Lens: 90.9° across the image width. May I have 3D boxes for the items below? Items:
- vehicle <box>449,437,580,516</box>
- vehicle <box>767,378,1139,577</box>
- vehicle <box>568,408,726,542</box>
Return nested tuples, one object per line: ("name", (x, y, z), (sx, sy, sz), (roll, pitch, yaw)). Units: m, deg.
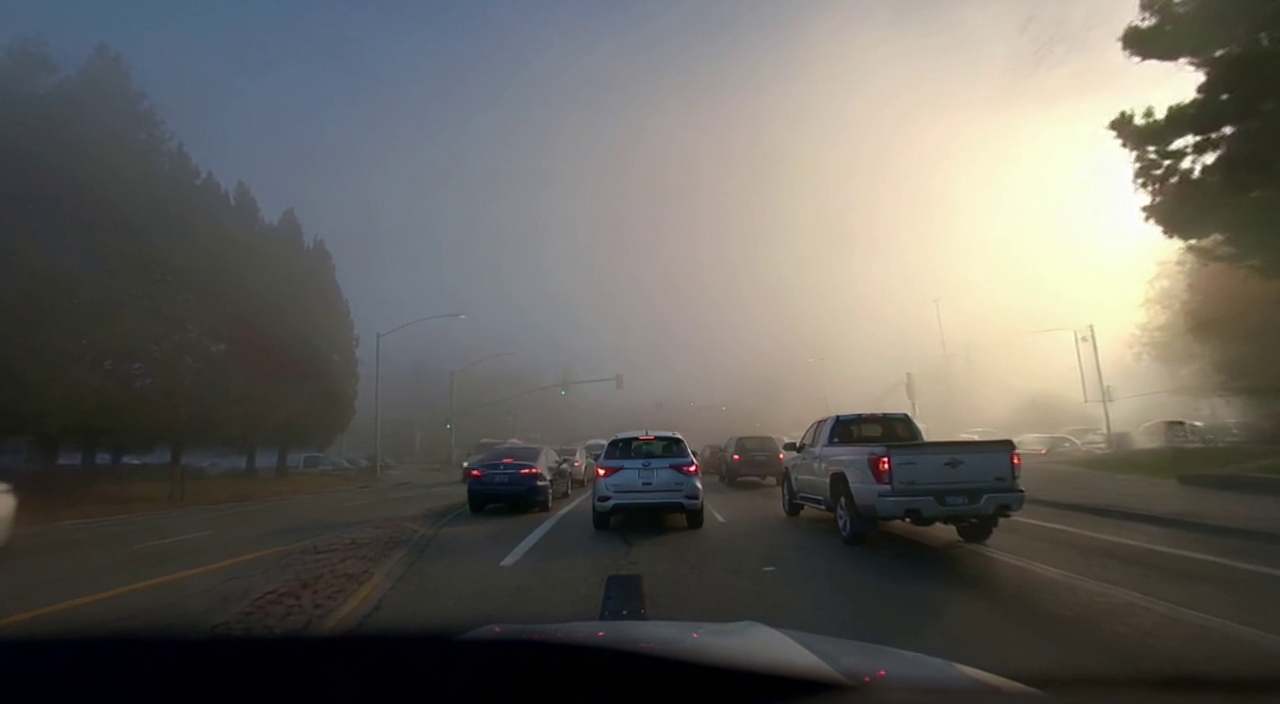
("vehicle", (-2.642, 2.761, 14.439), (2.023, 1.494, 4.259), (-1, -9, 2))
("vehicle", (3.563, 1.660, 9.012), (2.317, 1.857, 5.940), (-1, -9, 1))
("vehicle", (0.156, 1.973, 10.490), (2.113, 1.768, 3.901), (-1, -9, 2))
